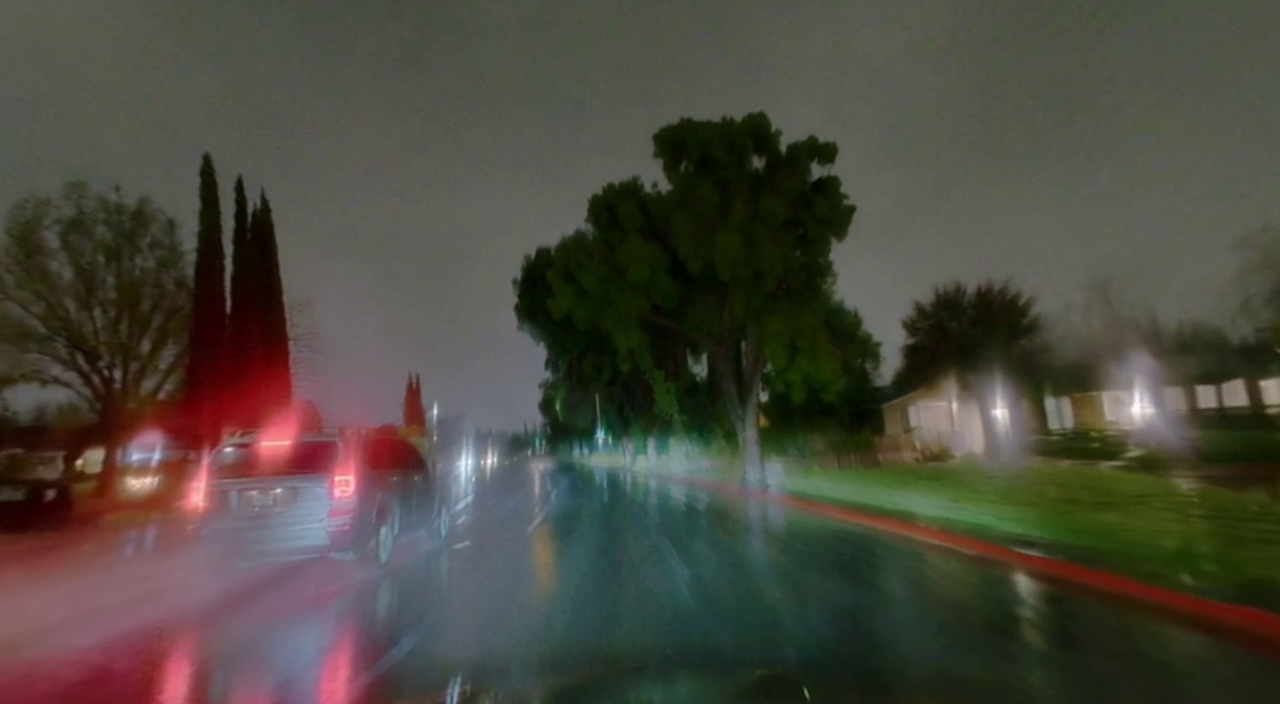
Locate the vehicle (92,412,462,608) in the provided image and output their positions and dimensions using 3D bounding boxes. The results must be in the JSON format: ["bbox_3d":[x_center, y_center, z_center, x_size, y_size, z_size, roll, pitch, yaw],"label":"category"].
[{"bbox_3d":[-3.975,1.800,8.115,2.175,1.772,4.442,0,-9,-2],"label":"vehicle"}]

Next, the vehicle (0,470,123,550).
[{"bbox_3d":[-14.629,3.759,14.739,1.878,1.505,4.435,-8,-7,-9],"label":"vehicle"}]
